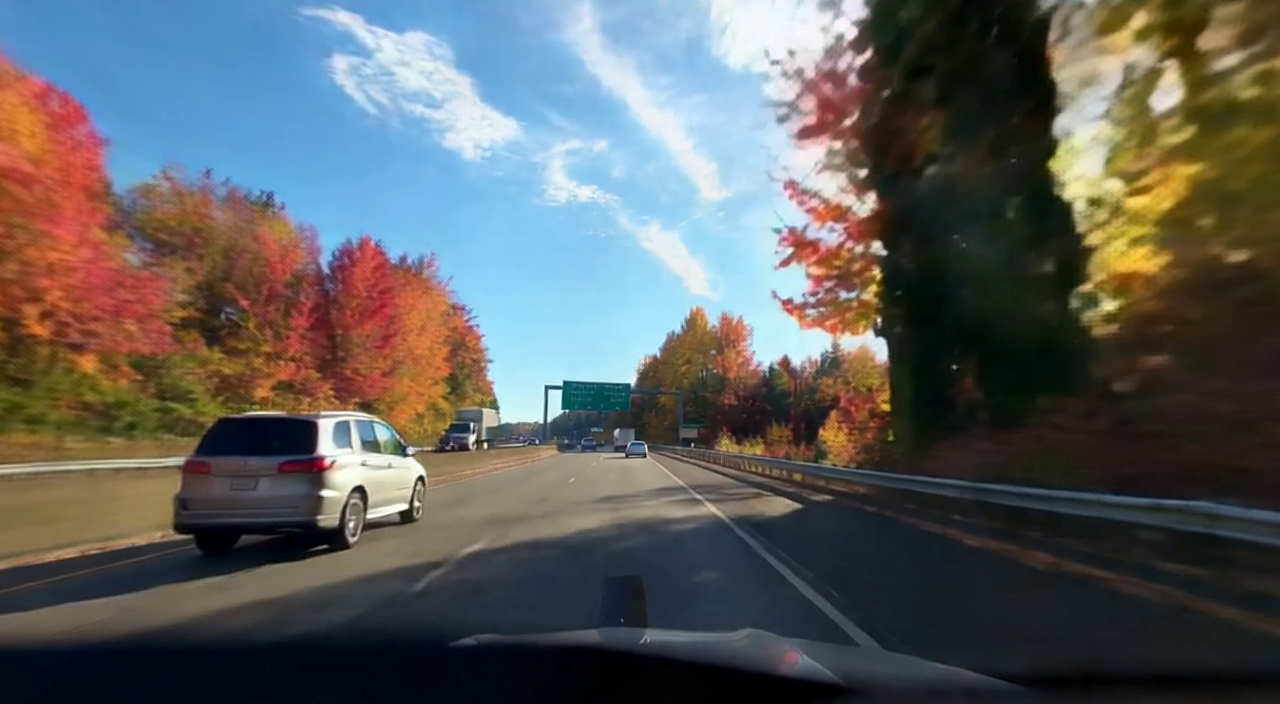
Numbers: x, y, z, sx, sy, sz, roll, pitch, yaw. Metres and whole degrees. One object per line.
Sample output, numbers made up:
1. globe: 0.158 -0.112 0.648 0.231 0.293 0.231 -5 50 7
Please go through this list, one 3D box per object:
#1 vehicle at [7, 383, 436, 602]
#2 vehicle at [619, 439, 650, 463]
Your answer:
1. vehicle: -3.999 1.413 7.146 1.924 1.720 4.195 0 -8 0
2. vehicle: -0.363 6.526 41.612 1.939 1.497 3.863 0 -8 -1
